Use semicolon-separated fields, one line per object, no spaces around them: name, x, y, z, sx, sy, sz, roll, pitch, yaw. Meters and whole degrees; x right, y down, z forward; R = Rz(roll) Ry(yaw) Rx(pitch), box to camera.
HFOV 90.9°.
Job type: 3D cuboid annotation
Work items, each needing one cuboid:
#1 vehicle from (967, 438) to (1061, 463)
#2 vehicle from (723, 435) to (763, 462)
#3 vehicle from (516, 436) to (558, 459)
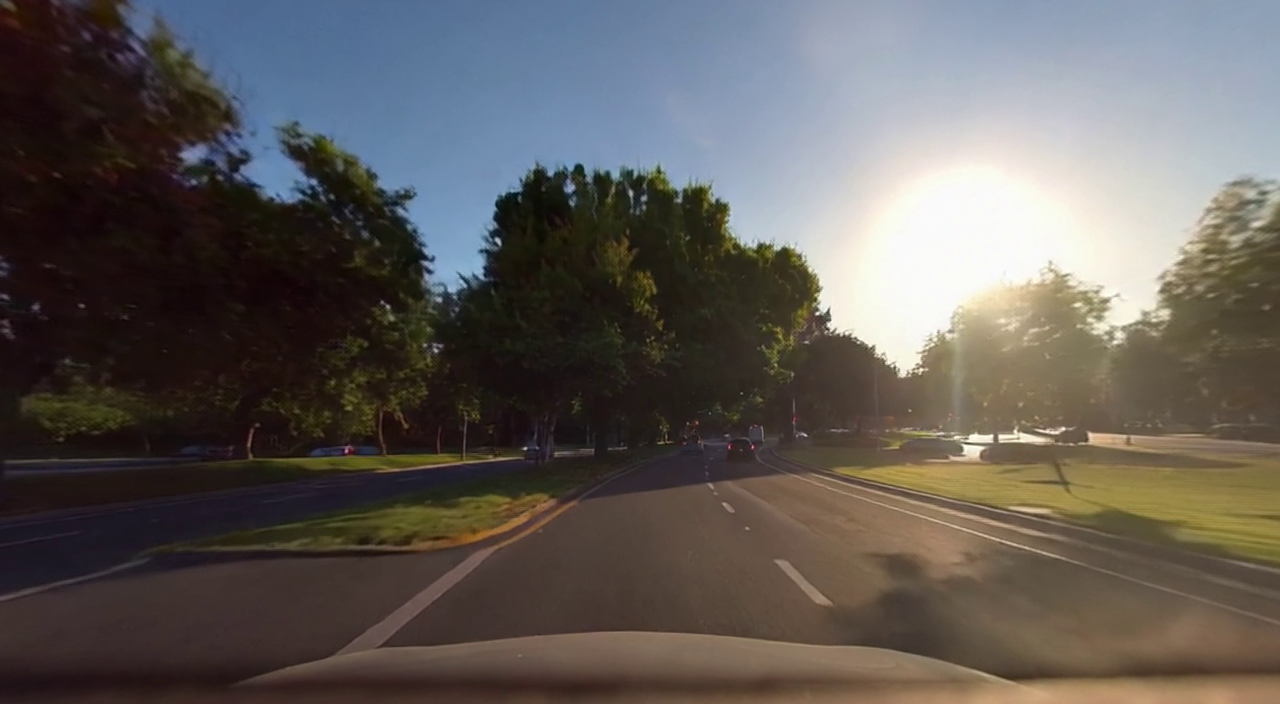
vehicle;23.269;6.125;39.390;4.322;1.467;2.457;0;-8;-1
vehicle;5.975;5.626;36.927;1.989;1.497;4.436;-1;-8;5
vehicle;-8.049;7.520;49.730;1.969;1.755;4.518;-1;-8;9
